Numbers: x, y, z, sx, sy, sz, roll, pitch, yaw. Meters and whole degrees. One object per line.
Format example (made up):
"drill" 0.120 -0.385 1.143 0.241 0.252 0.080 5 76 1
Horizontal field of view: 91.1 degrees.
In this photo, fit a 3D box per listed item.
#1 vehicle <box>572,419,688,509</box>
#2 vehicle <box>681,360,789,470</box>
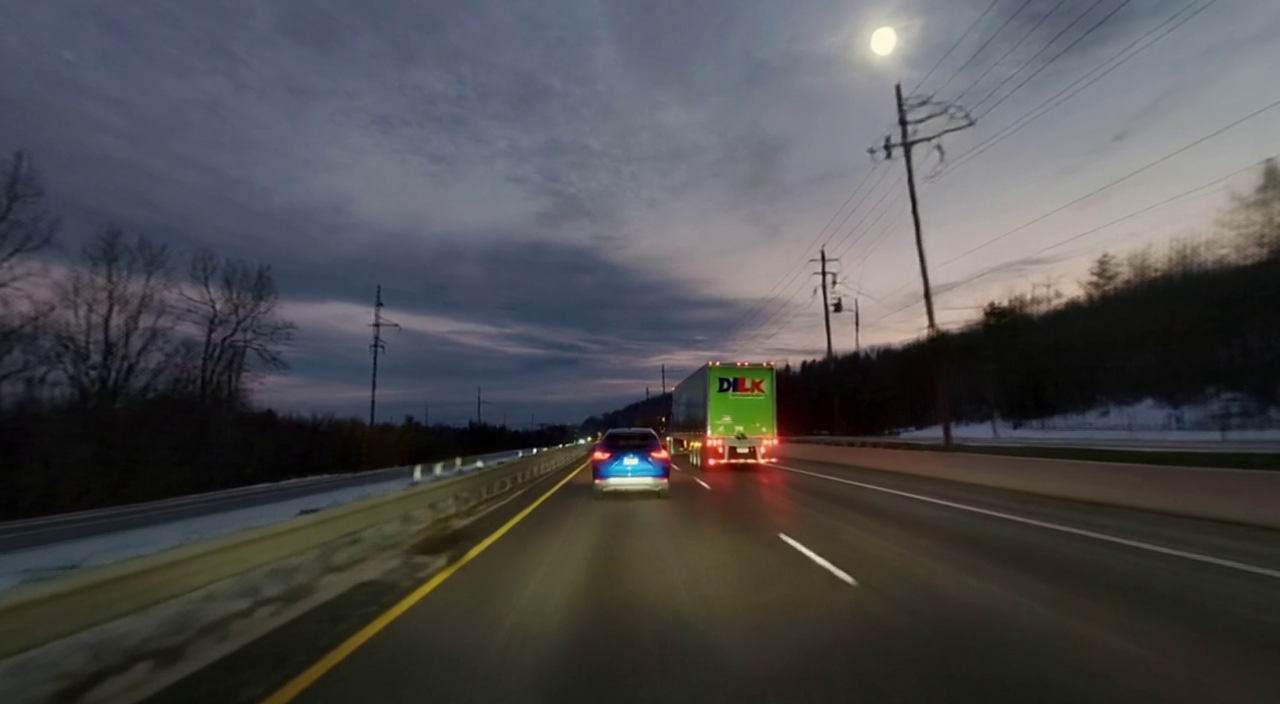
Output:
"vehicle" -0.223 2.244 13.140 2.062 1.581 3.914 0 -8 -1
"vehicle" 3.612 2.796 26.591 2.835 3.872 8.916 0 -8 -2
